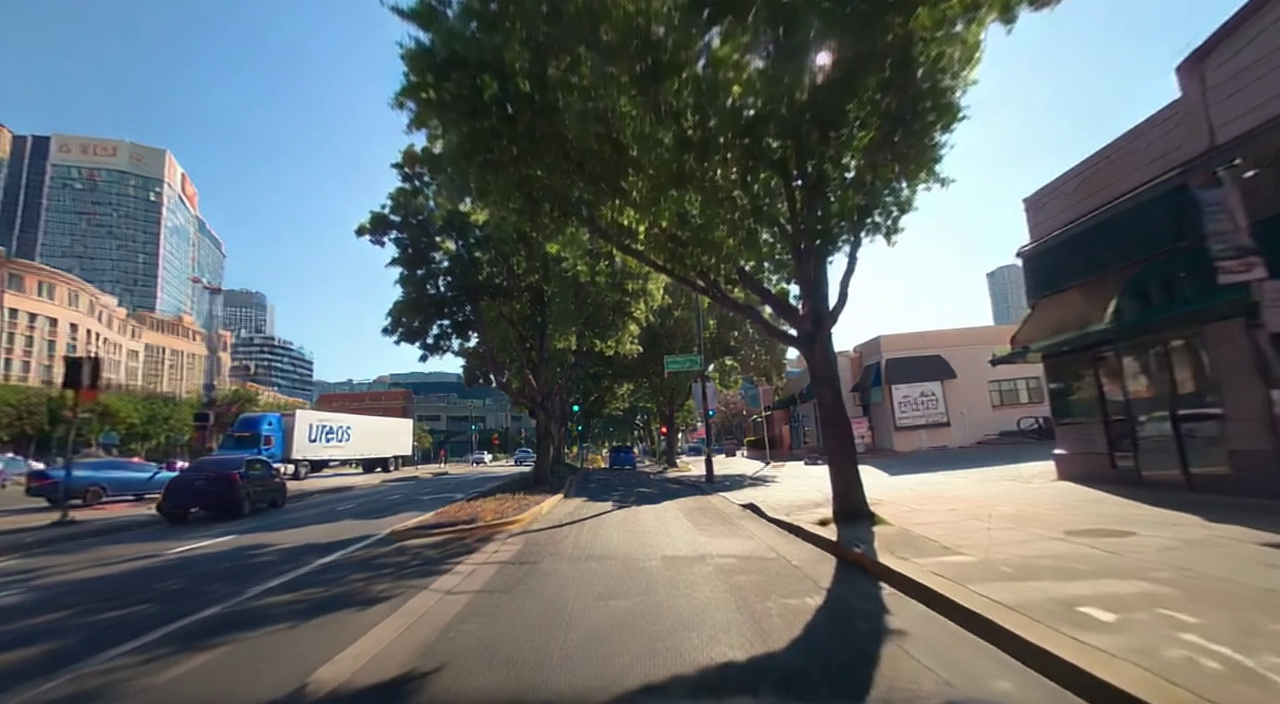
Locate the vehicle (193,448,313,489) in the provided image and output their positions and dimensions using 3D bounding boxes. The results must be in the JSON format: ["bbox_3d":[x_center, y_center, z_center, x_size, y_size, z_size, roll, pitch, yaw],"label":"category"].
[{"bbox_3d":[-18.419,5.521,30.395,1.988,1.762,4.653,-3,-9,17],"label":"vehicle"}]

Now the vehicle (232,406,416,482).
[{"bbox_3d":[-19.182,5.817,39.904,2.792,4.025,11.784,-3,-9,17],"label":"vehicle"}]

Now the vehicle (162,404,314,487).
[{"bbox_3d":[-21.182,5.003,33.782,3.045,3.961,6.104,-3,-9,16],"label":"vehicle"}]

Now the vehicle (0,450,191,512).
[{"bbox_3d":[-17.807,4.097,20.657,2.101,1.721,4.587,-3,-9,18],"label":"vehicle"}]

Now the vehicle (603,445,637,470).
[{"bbox_3d":[-1.183,6.563,39.553,2.006,1.470,3.799,0,-9,0],"label":"vehicle"}]
